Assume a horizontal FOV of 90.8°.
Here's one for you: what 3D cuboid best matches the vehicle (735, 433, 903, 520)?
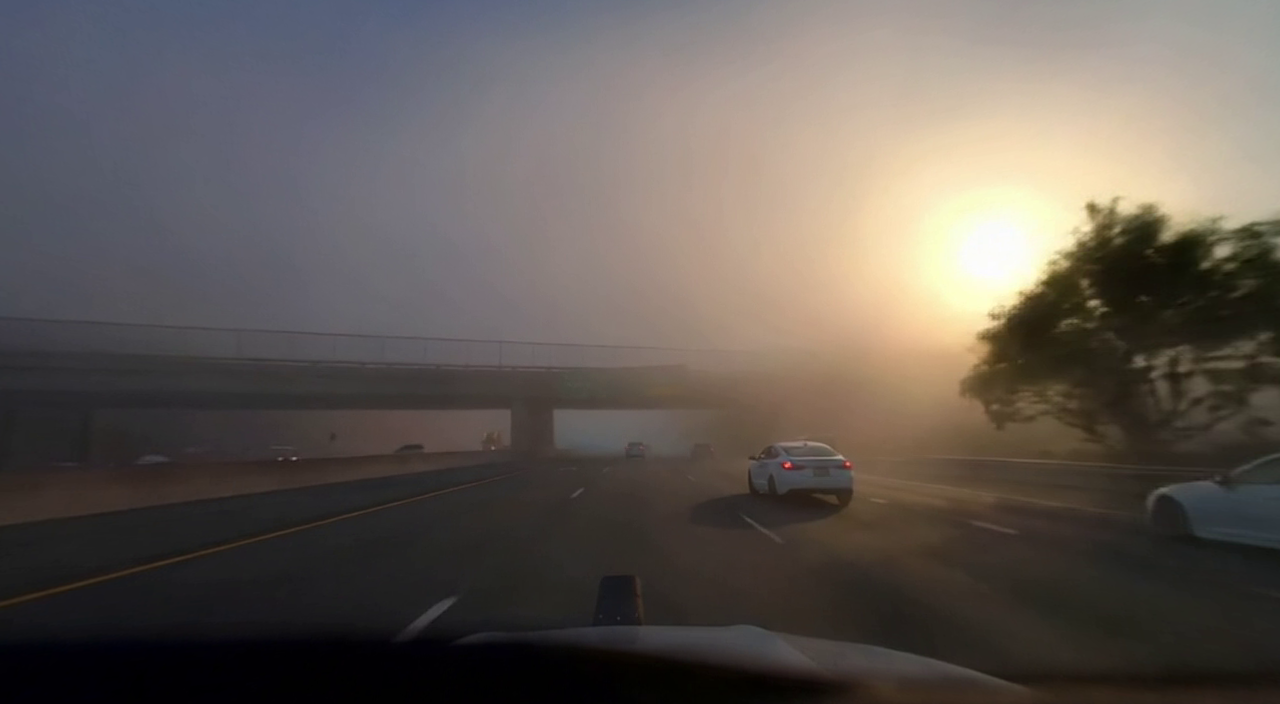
[{"bbox_3d":[3.423,2.484,13.173,2.076,1.472,4.562,0,-8,-1],"label":"vehicle"}]

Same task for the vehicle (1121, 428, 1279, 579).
[{"bbox_3d":[7.355,1.473,6.047,1.946,1.497,4.467,0,-8,-1],"label":"vehicle"}]
